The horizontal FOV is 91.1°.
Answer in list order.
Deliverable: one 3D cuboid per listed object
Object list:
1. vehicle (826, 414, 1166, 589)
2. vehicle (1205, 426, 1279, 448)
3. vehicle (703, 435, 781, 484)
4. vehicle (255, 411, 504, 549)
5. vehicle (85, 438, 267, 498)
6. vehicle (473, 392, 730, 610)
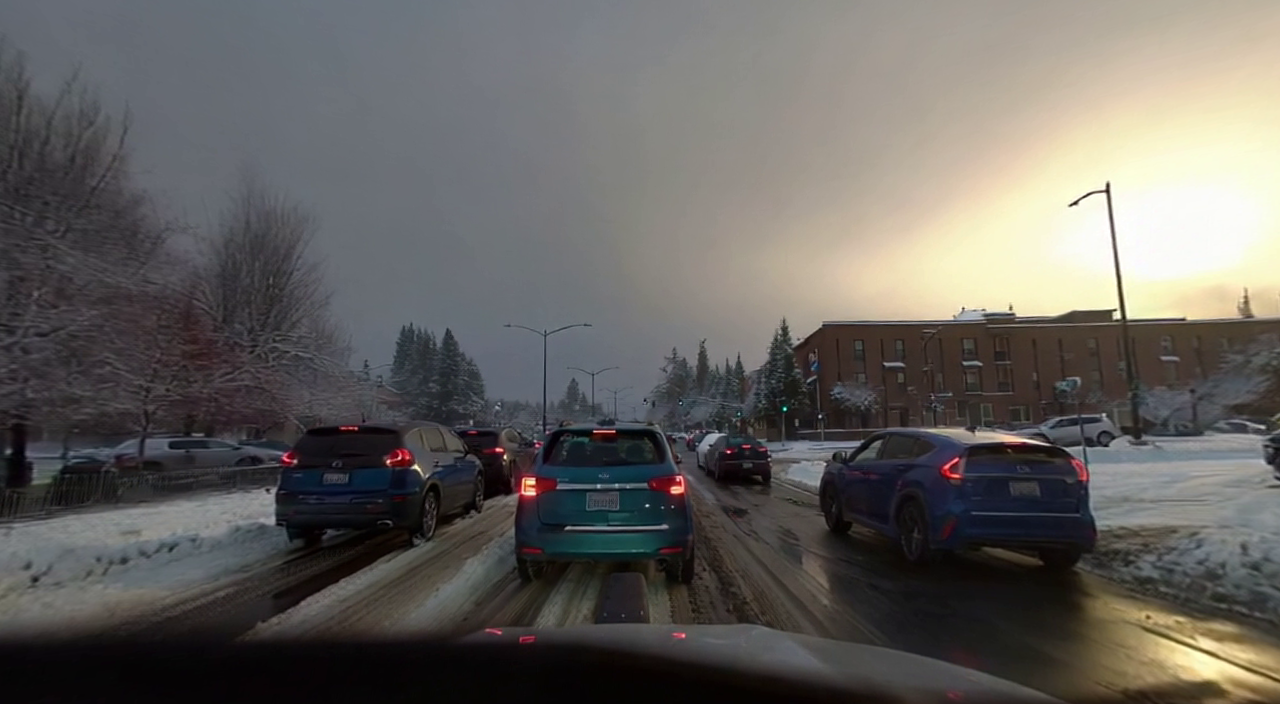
[{"bbox_3d":[3.775,1.629,7.629,1.847,1.554,3.885,0,-8,0],"label":"vehicle"},{"bbox_3d":[44.645,6.230,45.820,4.624,1.515,1.754,-4,-9,24],"label":"vehicle"},{"bbox_3d":[3.319,3.563,21.158,1.948,1.475,4.093,0,-8,0],"label":"vehicle"},{"bbox_3d":[-3.740,1.917,10.073,2.012,1.701,4.316,0,-8,2],"label":"vehicle"},{"bbox_3d":[-15.240,3.803,21.149,1.972,1.759,5.347,0,-8,1],"label":"vehicle"},{"bbox_3d":[-0.238,1.471,7.069,2.022,1.700,4.084,0,-8,2],"label":"vehicle"}]
